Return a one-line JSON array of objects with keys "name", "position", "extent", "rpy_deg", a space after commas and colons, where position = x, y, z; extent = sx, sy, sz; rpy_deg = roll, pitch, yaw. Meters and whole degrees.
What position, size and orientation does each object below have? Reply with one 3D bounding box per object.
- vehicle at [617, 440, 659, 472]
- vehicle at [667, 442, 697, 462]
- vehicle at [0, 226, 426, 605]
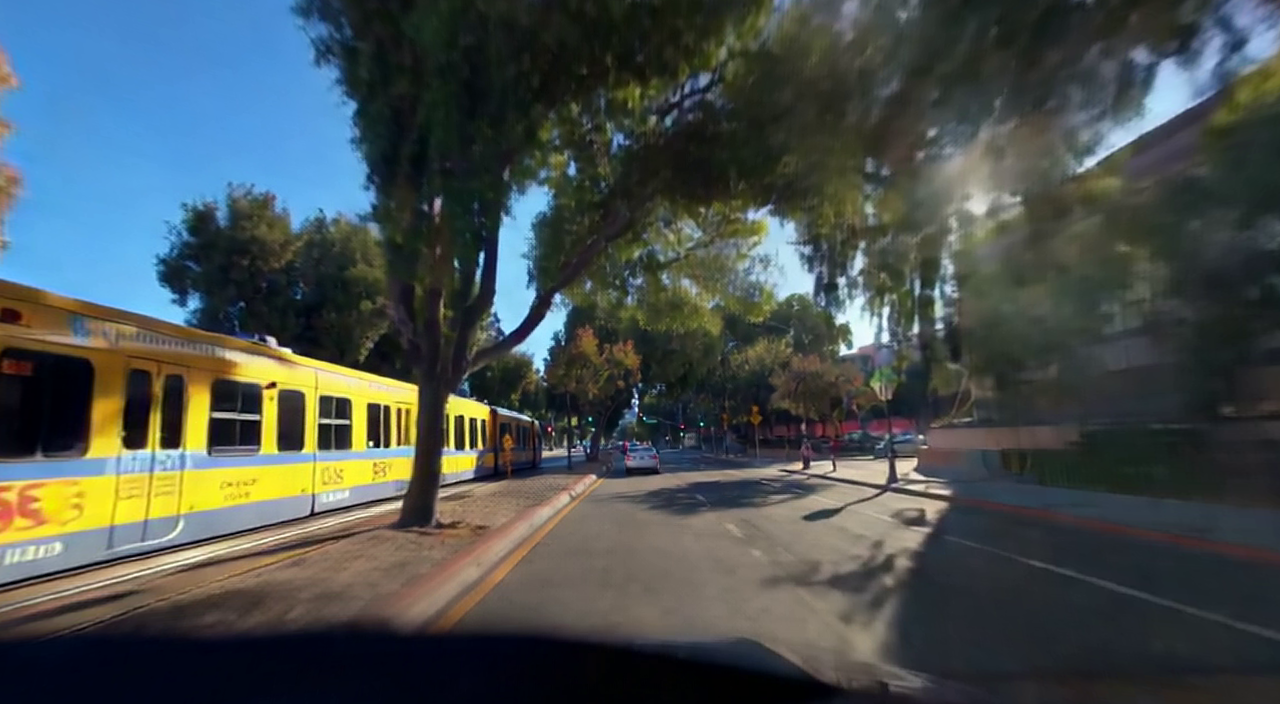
[{"name": "vehicle", "position": [-0.098, 5.248, 32.139], "extent": [2.002, 1.471, 4.337], "rpy_deg": [0, -8, 0]}, {"name": "vehicle", "position": [3.090, 7.544, 47.722], "extent": [1.944, 1.447, 4.392], "rpy_deg": [0, -8, 0]}, {"name": "vehicle", "position": [-7.779, 1.307, 11.876], "extent": [2.897, 3.700, 13.528], "rpy_deg": [0, -7, 0]}]
